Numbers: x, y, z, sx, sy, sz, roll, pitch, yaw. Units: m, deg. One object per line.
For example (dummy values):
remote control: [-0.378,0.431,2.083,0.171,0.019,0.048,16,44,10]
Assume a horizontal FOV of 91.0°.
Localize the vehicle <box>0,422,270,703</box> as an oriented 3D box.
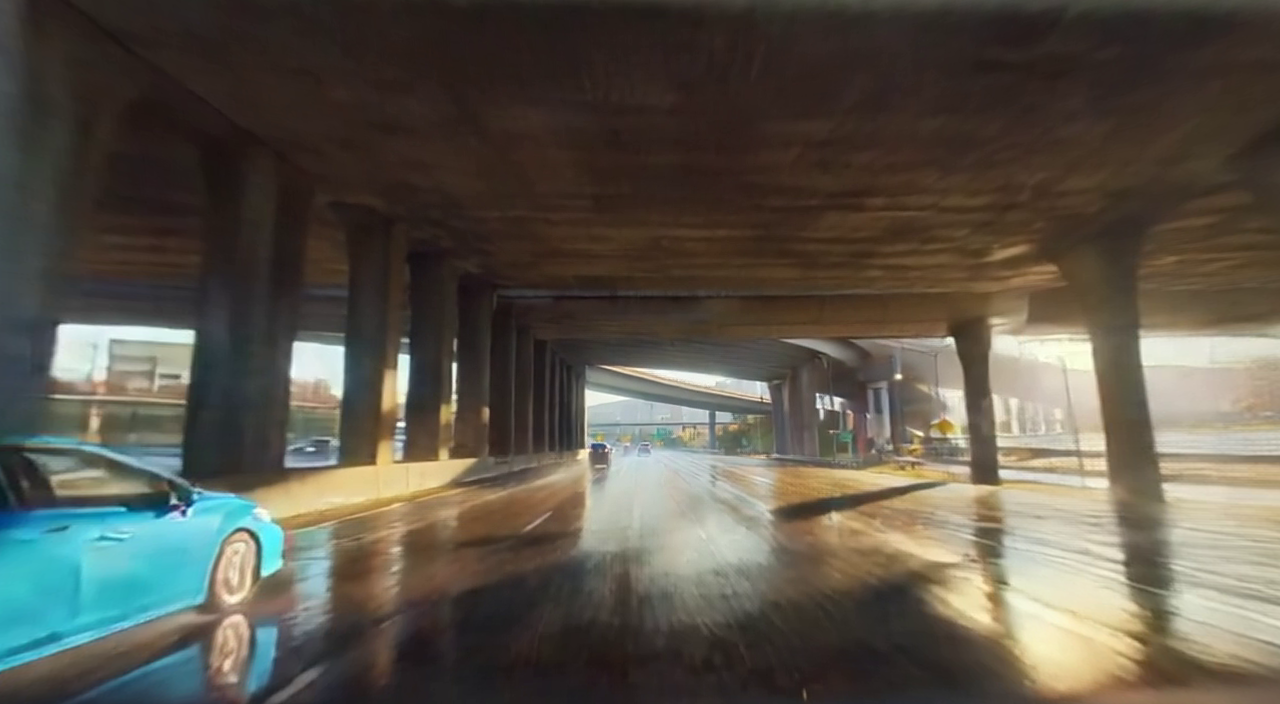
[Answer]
vehicle: [-3.952,1.041,2.756,2.044,1.478,4.114,0,-9,2]
